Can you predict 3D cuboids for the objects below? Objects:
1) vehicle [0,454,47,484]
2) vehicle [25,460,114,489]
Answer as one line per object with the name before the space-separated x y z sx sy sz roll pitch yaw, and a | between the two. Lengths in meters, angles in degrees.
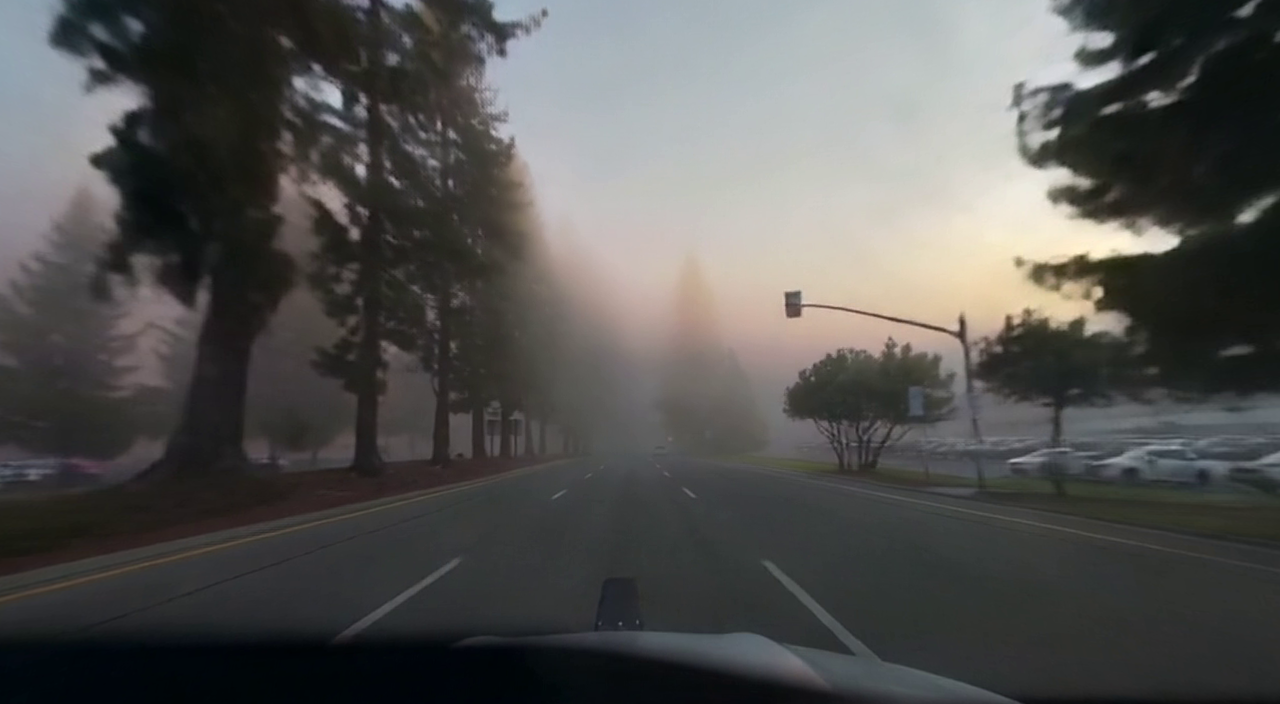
vehicle | -46.788 8.592 46.459 1.771 2.027 4.572 0 -8 1
vehicle | -35.414 7.607 39.265 4.028 1.534 1.716 -3 -9 3
